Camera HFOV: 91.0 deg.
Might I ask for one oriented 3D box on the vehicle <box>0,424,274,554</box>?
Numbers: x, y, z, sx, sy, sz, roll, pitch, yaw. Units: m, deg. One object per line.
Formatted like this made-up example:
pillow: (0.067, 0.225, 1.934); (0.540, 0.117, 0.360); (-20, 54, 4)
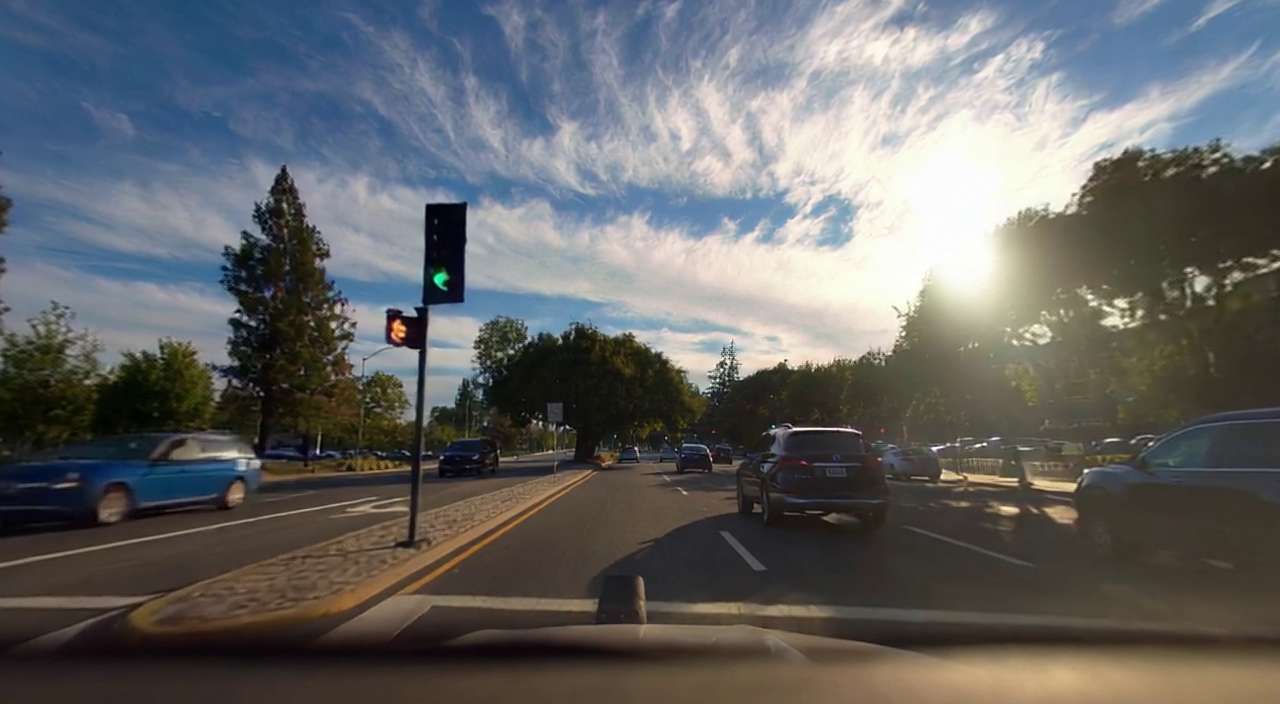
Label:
vehicle: (-8.725, 2.164, 10.745); (2.115, 1.711, 4.602); (0, -8, 1)

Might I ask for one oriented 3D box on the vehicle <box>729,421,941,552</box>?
vehicle: (2.864, 2.081, 10.402); (2.075, 1.698, 4.142); (0, -8, -1)

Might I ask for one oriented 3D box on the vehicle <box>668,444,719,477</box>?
vehicle: (2.488, 5.179, 30.310); (1.980, 1.484, 4.093); (1, -8, -2)

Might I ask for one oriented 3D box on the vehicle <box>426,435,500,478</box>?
vehicle: (-9.191, 5.436, 33.172); (2.215, 2.062, 5.360); (0, -8, 1)

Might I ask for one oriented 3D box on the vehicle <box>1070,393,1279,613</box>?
vehicle: (6.392, 1.269, 5.292); (2.153, 1.811, 4.595); (1, -8, -2)
